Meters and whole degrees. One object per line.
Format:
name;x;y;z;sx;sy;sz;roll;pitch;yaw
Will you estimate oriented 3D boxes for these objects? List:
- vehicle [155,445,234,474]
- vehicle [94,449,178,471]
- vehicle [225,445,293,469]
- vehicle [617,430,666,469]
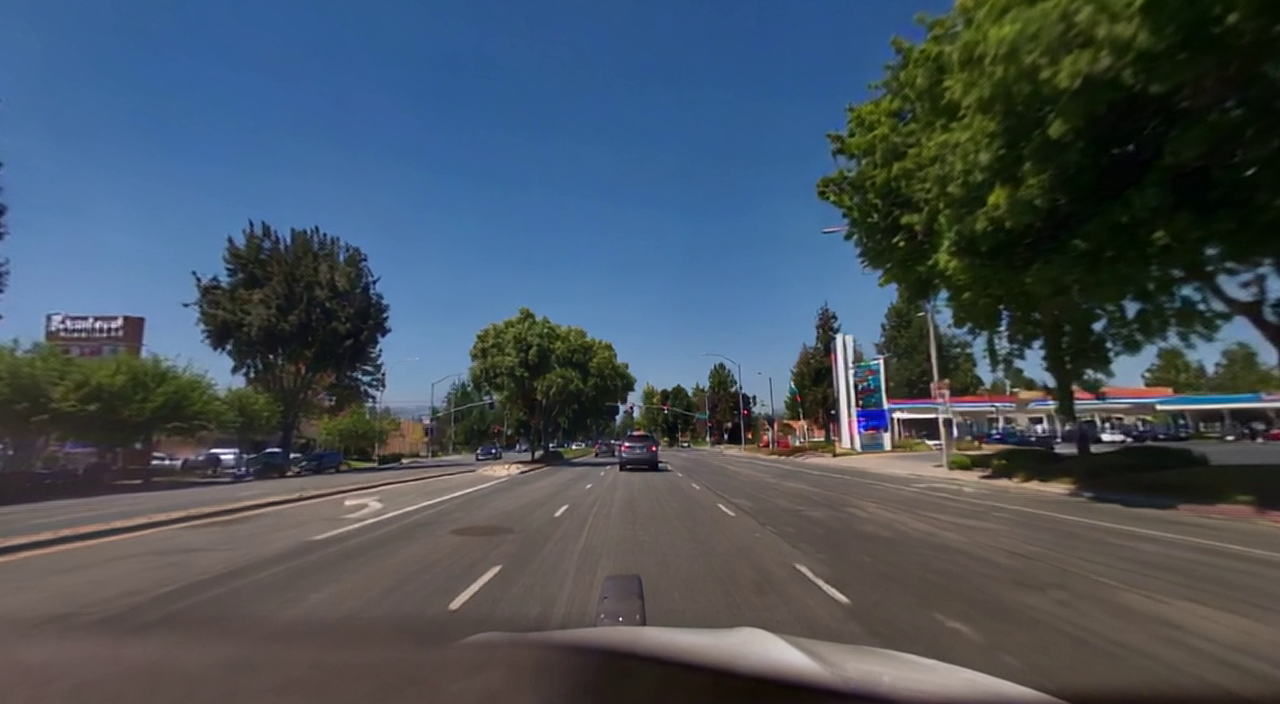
vehicle;-28.326;6.783;39.985;4.662;1.677;2.026;-4;-9;27
vehicle;-38.506;8.229;48.227;4.536;1.613;2.000;4;-9;-25
vehicle;-28.413;7.796;46.940;4.428;1.708;1.952;-3;-9;21
vehicle;0.056;4.692;30.377;2.213;1.715;4.242;0;-8;0
